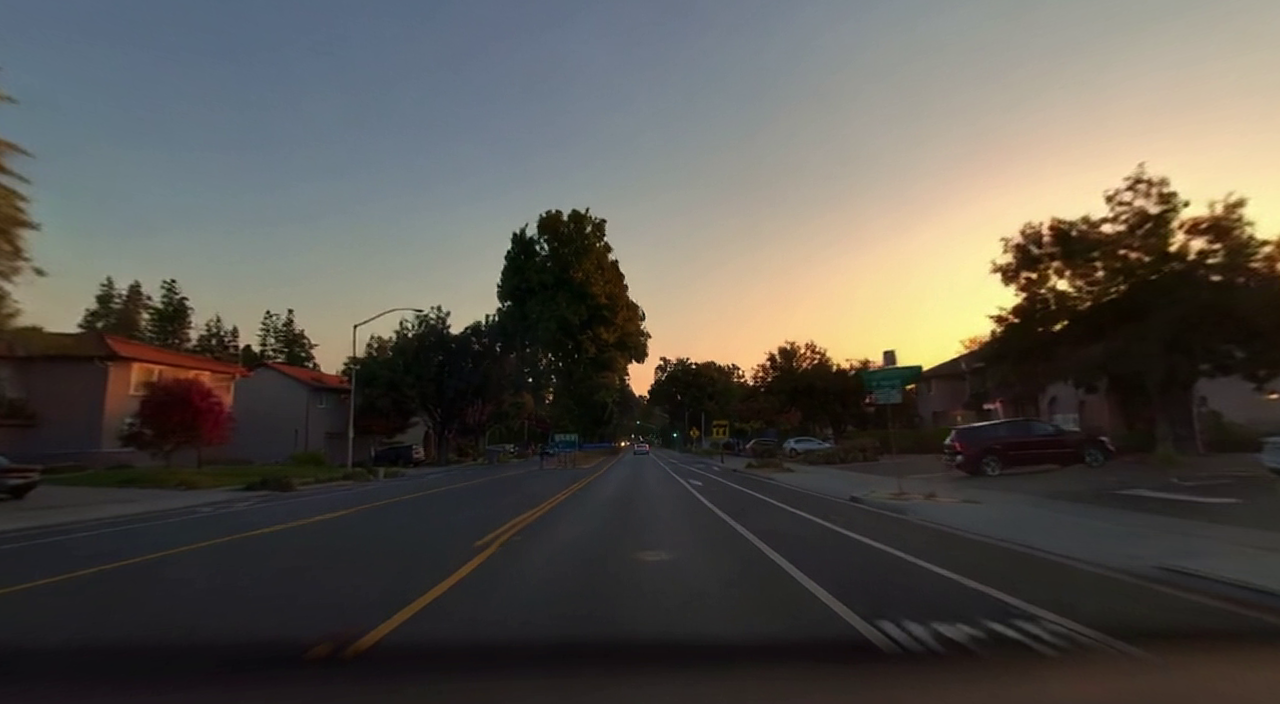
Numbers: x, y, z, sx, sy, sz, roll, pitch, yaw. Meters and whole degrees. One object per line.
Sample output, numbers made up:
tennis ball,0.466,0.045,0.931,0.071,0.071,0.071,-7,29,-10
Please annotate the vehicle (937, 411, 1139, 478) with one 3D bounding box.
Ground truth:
vehicle,12.532,2.941,20.134,4.857,1.987,2.296,0,-8,0

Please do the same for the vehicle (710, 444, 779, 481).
vehicle,4.513,4.822,27.975,1.968,1.467,5.107,0,-8,-3

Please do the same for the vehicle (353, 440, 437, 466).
vehicle,-19.384,7.999,49.966,5.684,1.934,2.217,0,-8,0

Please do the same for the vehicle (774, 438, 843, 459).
vehicle,12.648,7.268,47.359,4.593,1.480,1.819,0,-8,-2
